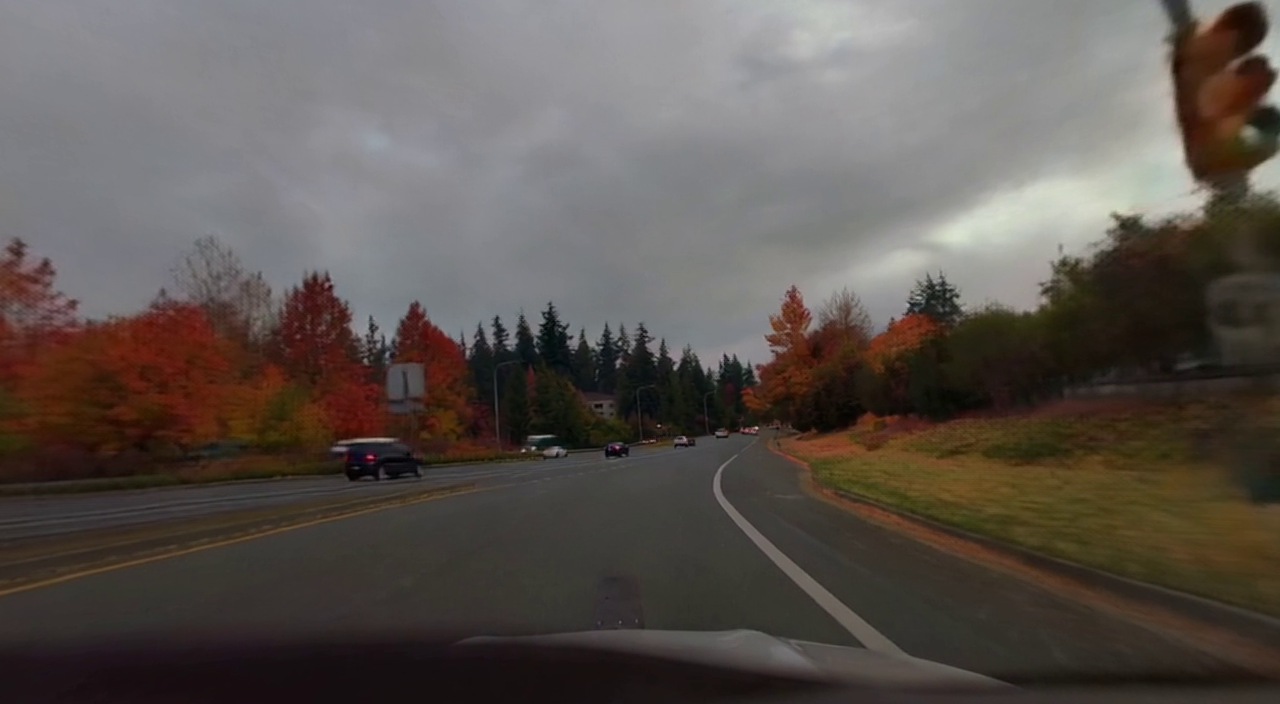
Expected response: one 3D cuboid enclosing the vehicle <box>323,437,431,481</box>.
[{"bbox_3d":[-13.375,5.461,32.441,2.368,2.012,5.021,-2,-9,17],"label":"vehicle"}]
